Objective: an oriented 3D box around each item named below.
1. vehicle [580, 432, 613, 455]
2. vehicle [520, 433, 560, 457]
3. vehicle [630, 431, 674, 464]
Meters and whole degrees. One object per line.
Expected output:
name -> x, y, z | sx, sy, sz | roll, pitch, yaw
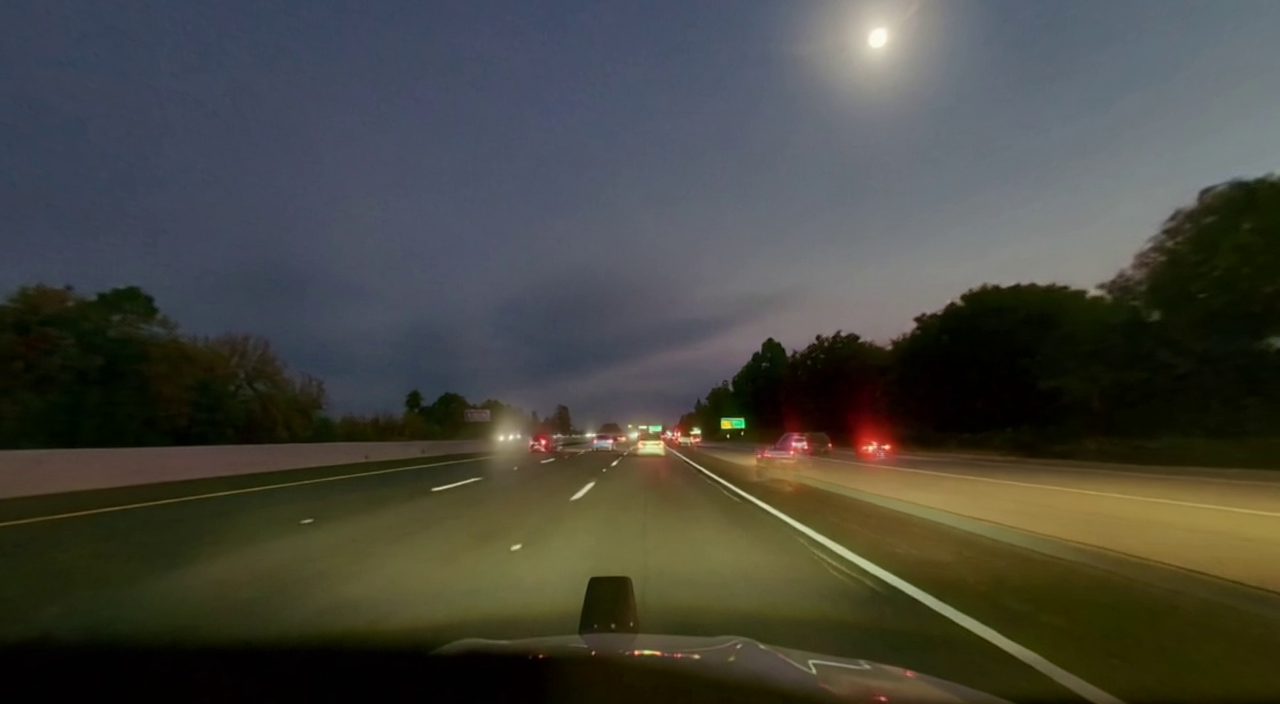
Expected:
vehicle -> -3.104, 6.649, 45.974 | 2.103, 1.512, 4.155 | 0, -8, 1
vehicle -> -6.943, 6.490, 44.148 | 2.009, 1.537, 4.449 | 0, -8, 0
vehicle -> 0.601, 5.152, 34.460 | 2.240, 1.646, 4.949 | 0, -8, 0
